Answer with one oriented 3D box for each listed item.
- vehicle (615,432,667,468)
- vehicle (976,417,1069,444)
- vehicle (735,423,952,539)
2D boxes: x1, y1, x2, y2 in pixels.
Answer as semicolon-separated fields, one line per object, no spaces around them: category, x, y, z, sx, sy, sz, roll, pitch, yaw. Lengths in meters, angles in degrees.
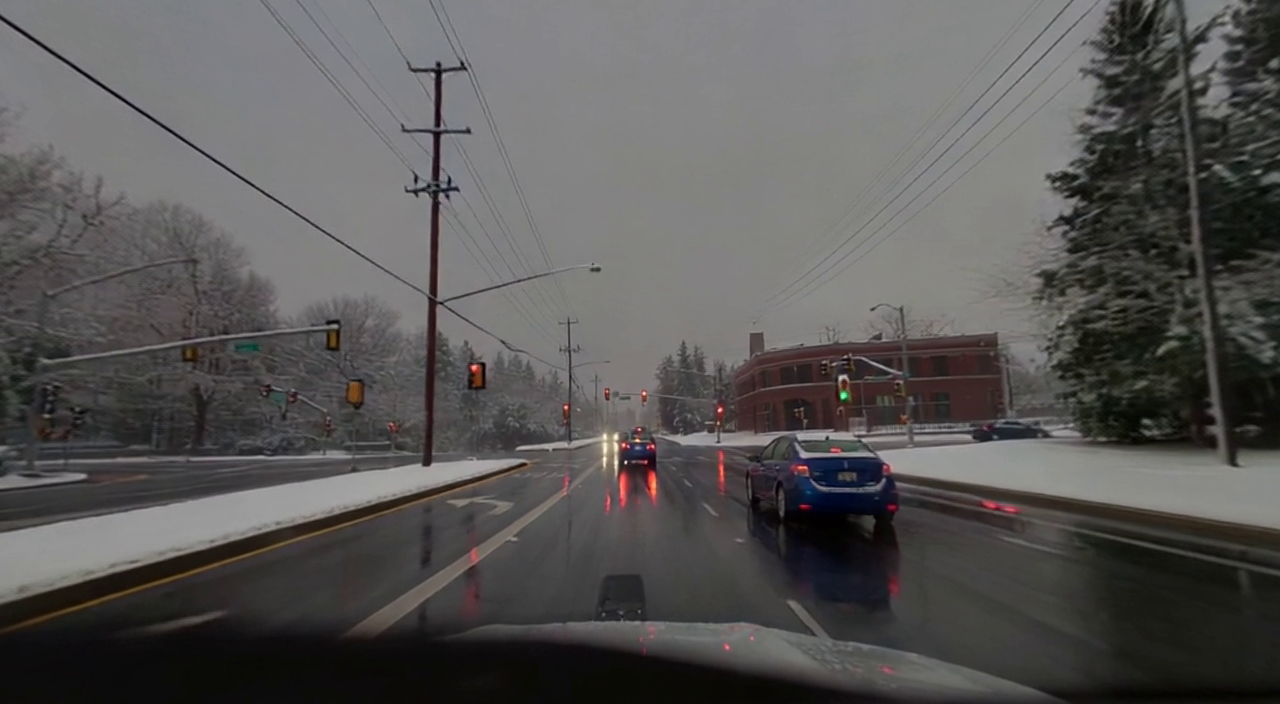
vehicle;0.048;4.319;27.830;2.110;1.466;3.860;0;-9;0
vehicle;28.803;5.930;47.668;5.668;1.925;2.384;1;-9;-8
vehicle;2.907;1.969;10.193;2.004;1.448;4.263;0;-9;-1
